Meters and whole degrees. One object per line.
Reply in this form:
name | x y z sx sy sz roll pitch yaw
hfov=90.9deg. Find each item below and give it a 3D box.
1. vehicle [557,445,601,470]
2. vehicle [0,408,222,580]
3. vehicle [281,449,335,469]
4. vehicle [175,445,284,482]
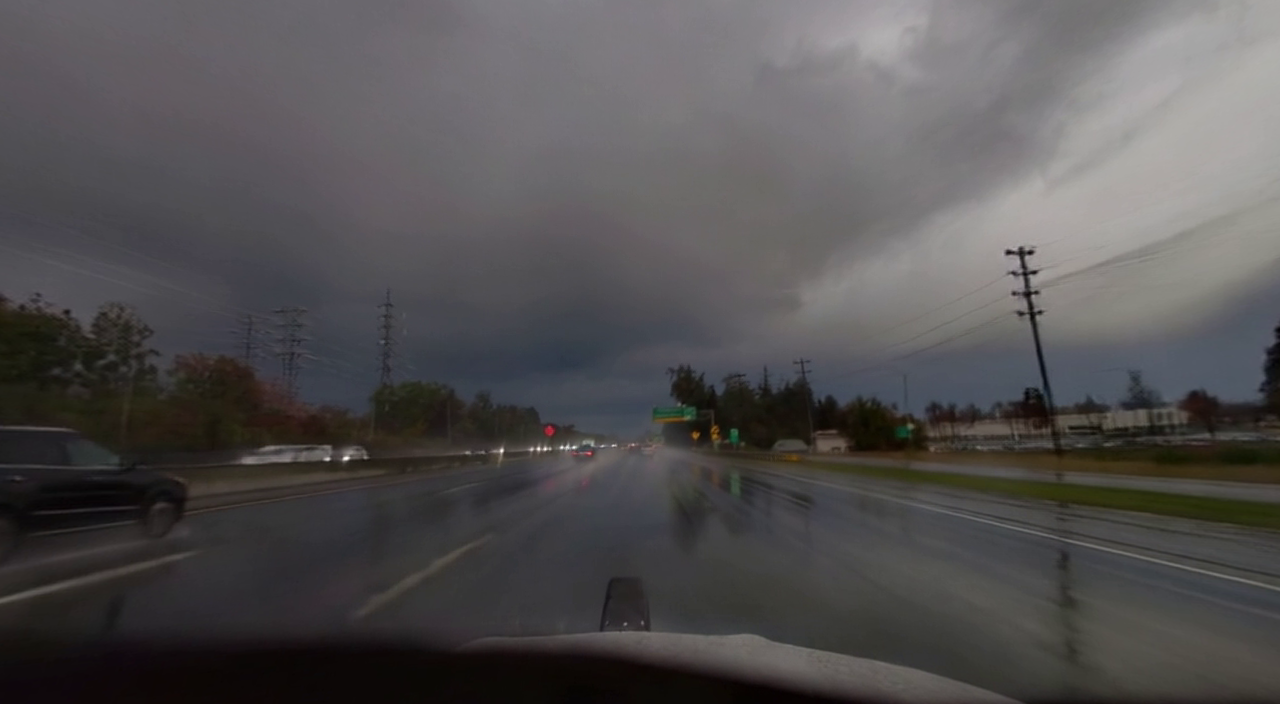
vehicle | -3.514 6.213 37.245 2.048 1.368 4.613 0 -9 1
vehicle | -7.437 1.536 7.074 2.118 1.696 4.836 0 -9 0
vehicle | -25.417 8.178 48.378 1.792 1.488 4.294 0 -9 0
vehicle | -17.941 4.868 27.814 1.799 1.462 4.378 0 -9 1
